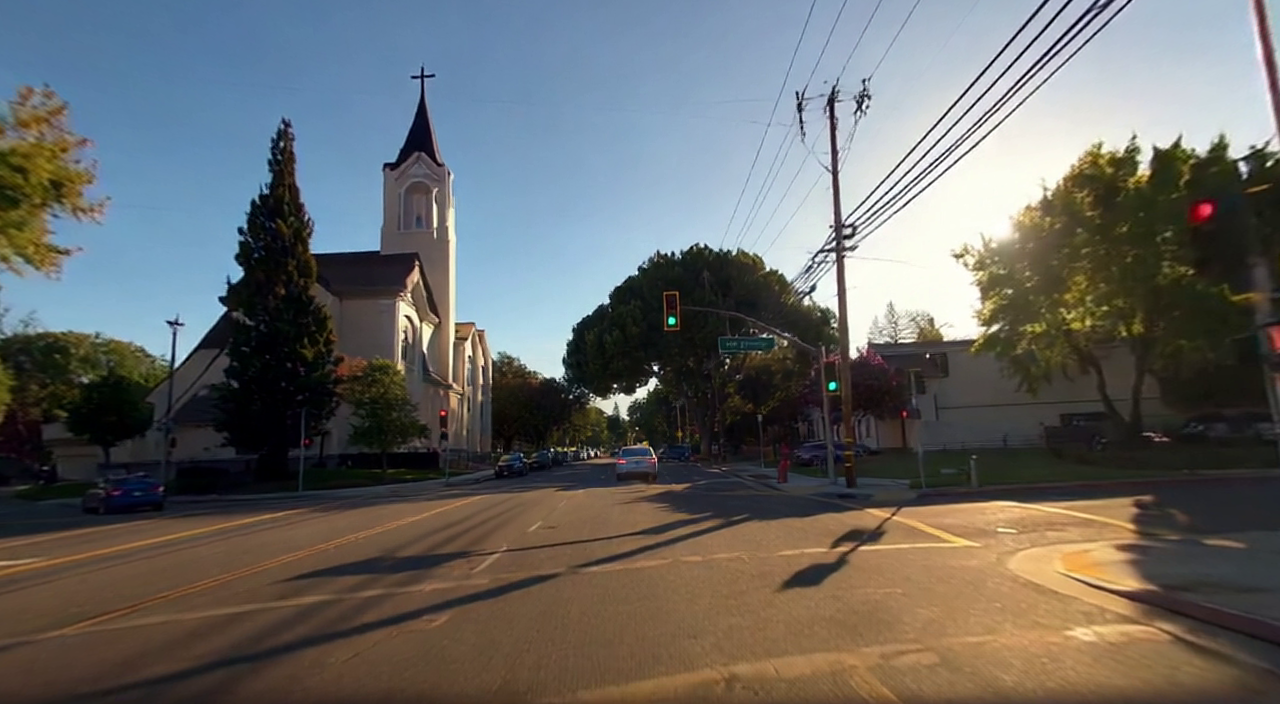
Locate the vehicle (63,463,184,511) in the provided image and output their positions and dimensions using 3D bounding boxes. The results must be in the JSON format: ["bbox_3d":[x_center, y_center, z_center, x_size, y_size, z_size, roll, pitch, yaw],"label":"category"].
[{"bbox_3d":[-18.861,4.862,22.989,3.578,1.488,1.930,-4,-9,25],"label":"vehicle"}]

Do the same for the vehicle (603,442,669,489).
[{"bbox_3d":[-0.148,3.907,22.041,2.093,1.497,4.010,0,-8,-1],"label":"vehicle"}]
